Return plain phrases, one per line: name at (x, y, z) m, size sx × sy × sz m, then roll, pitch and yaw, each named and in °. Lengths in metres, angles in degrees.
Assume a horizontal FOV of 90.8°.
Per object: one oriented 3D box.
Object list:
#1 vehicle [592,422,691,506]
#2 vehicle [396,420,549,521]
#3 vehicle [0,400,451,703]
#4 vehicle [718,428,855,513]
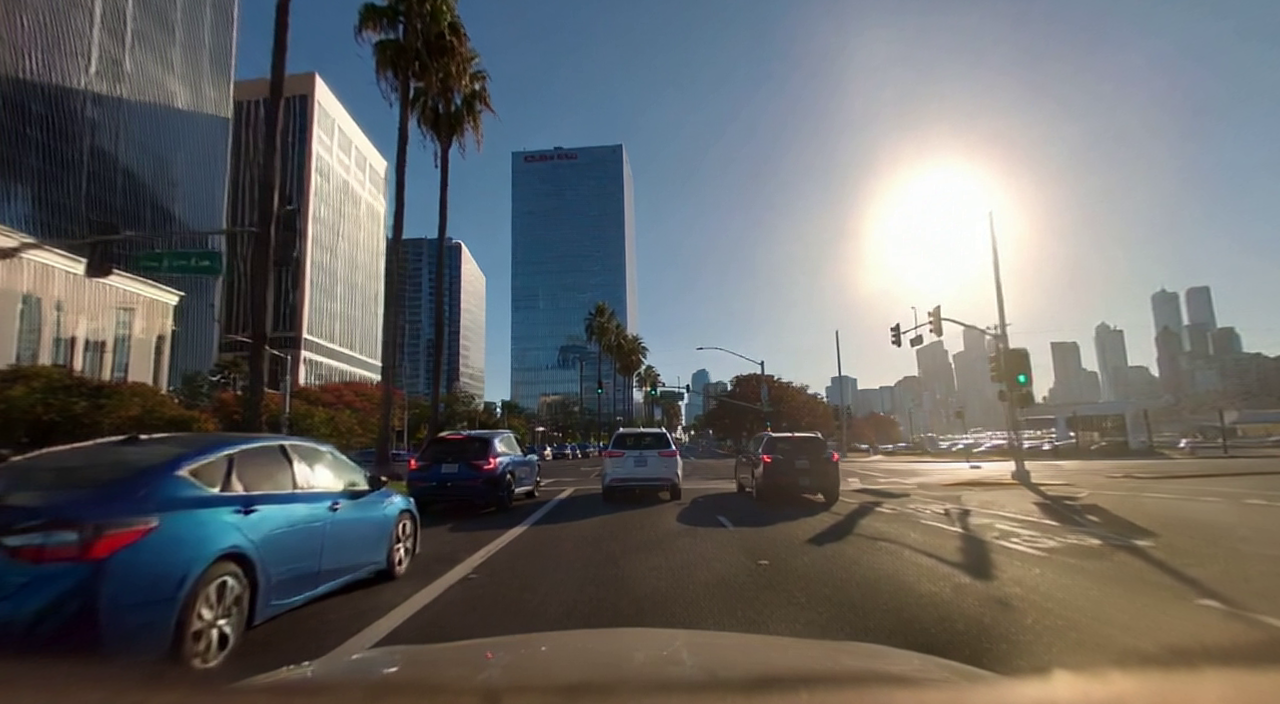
vehicle at (0.039, 2.669, 15.437) m, size 2.060 × 1.730 × 4.257 m, roll 0°, pitch -9°, yaw 0°
vehicle at (-3.177, 2.338, 12.923) m, size 1.938 × 1.713 × 4.048 m, roll 0°, pitch -9°, yaw 1°
vehicle at (-3.218, 1.291, 5.007) m, size 1.962 × 1.480 × 4.605 m, roll 0°, pitch -9°, yaw 1°
vehicle at (3.006, 2.510, 13.854) m, size 1.936 × 1.567 × 3.896 m, roll 0°, pitch -9°, yaw -2°
